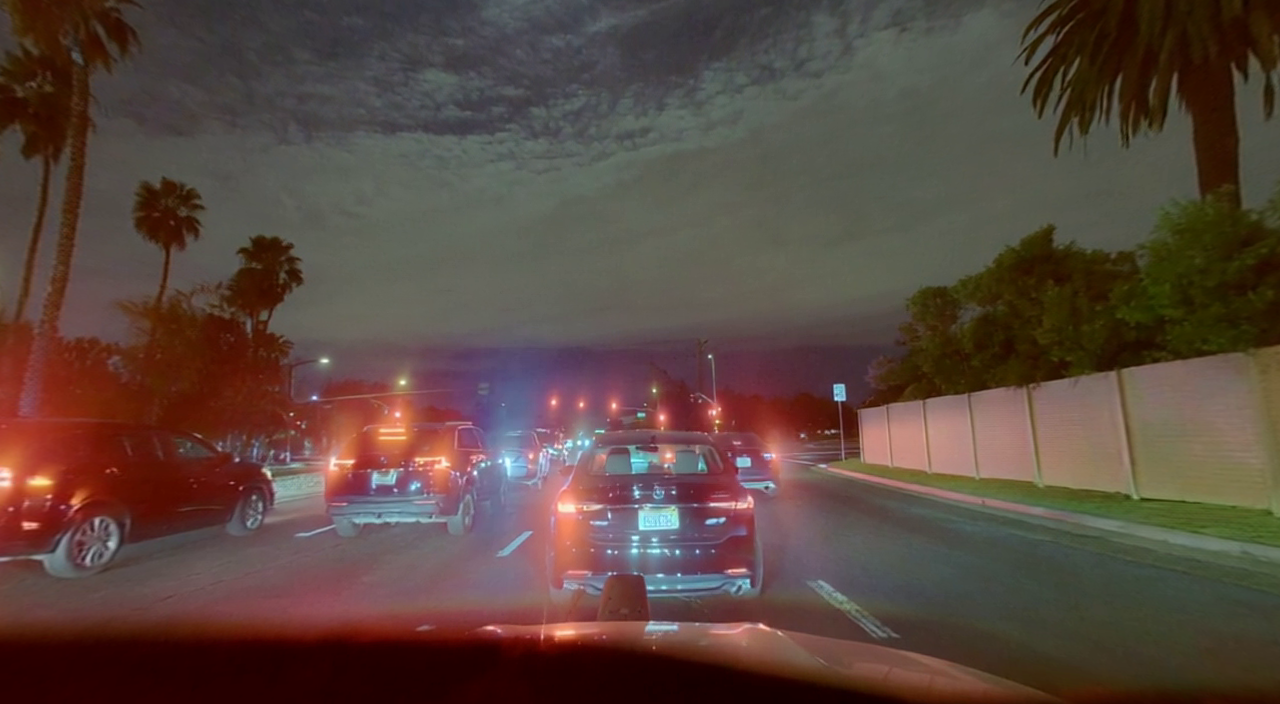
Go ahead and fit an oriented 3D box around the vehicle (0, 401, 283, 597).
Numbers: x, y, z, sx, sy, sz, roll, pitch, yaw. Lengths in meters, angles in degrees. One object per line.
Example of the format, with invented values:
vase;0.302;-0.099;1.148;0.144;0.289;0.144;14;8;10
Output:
vehicle;-6.680;1.627;7.817;1.963;1.721;4.467;0;-8;-2

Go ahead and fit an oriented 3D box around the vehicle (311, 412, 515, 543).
vehicle;-3.481;2.003;10.672;2.007;1.746;4.136;0;-8;-2

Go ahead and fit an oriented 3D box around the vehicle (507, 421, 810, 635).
vehicle;0.062;1.554;6.633;2.128;1.473;4.272;0;-8;-2
